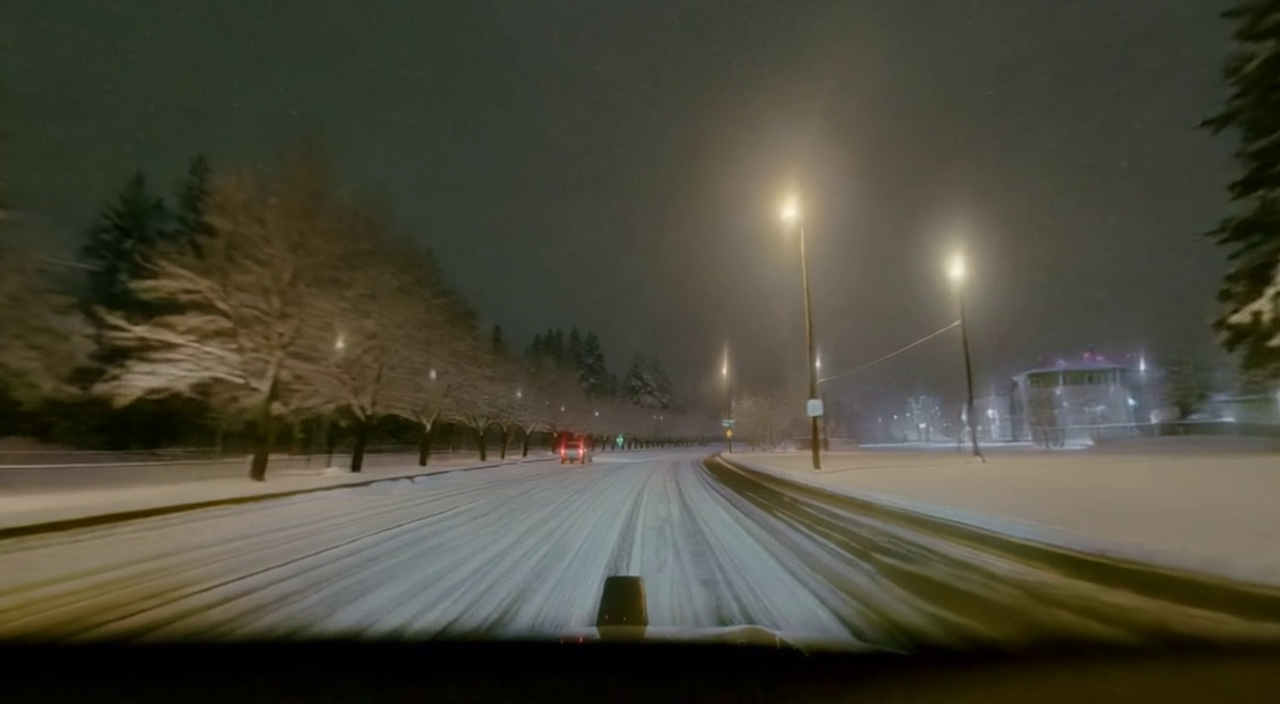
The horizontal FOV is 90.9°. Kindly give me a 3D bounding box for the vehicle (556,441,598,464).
[{"bbox_3d":[-4.205,6.826,43.032,1.945,1.461,4.605,-1,-8,6],"label":"vehicle"}]
